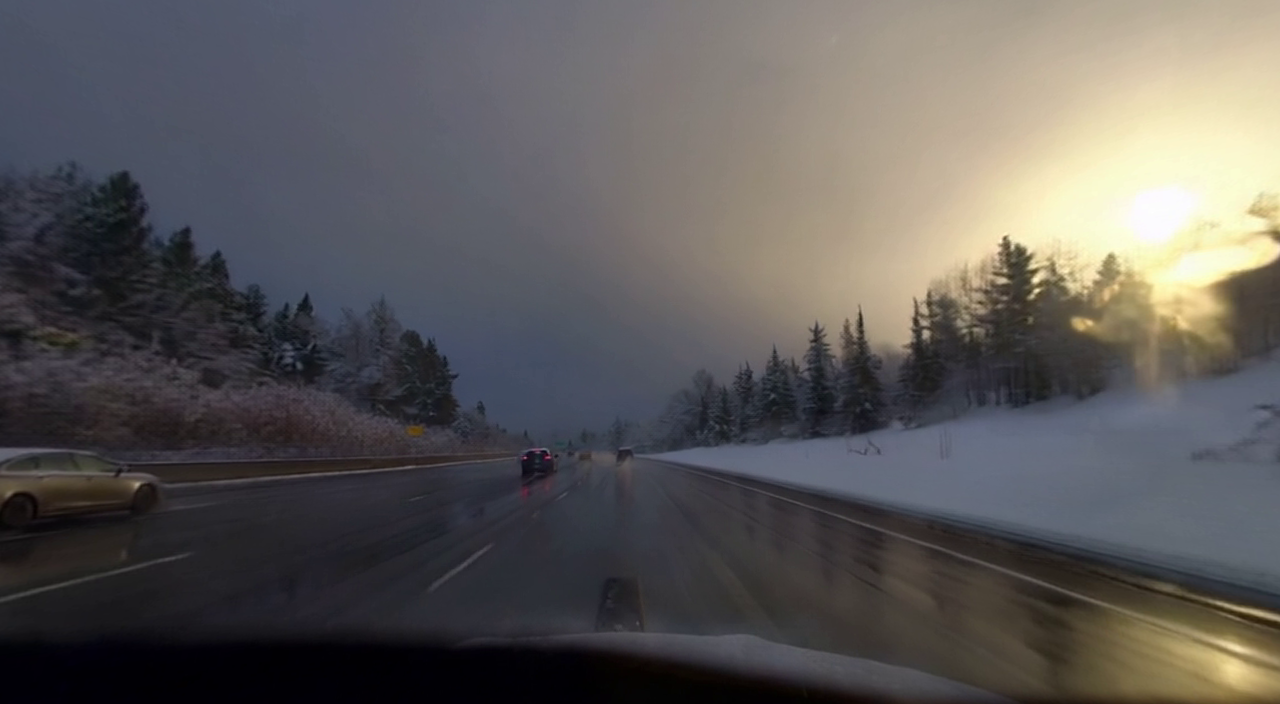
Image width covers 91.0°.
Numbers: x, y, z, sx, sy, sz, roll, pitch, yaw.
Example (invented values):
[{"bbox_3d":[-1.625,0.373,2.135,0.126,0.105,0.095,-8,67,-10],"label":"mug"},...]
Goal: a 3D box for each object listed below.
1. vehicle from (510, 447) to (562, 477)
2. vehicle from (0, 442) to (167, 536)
[{"bbox_3d":[-5.416,5.767,33.308,2.120,1.458,4.031,0,-9,-1],"label":"vehicle"},{"bbox_3d":[-11.235,2.381,11.263,1.960,1.487,4.593,0,-9,0],"label":"vehicle"}]
